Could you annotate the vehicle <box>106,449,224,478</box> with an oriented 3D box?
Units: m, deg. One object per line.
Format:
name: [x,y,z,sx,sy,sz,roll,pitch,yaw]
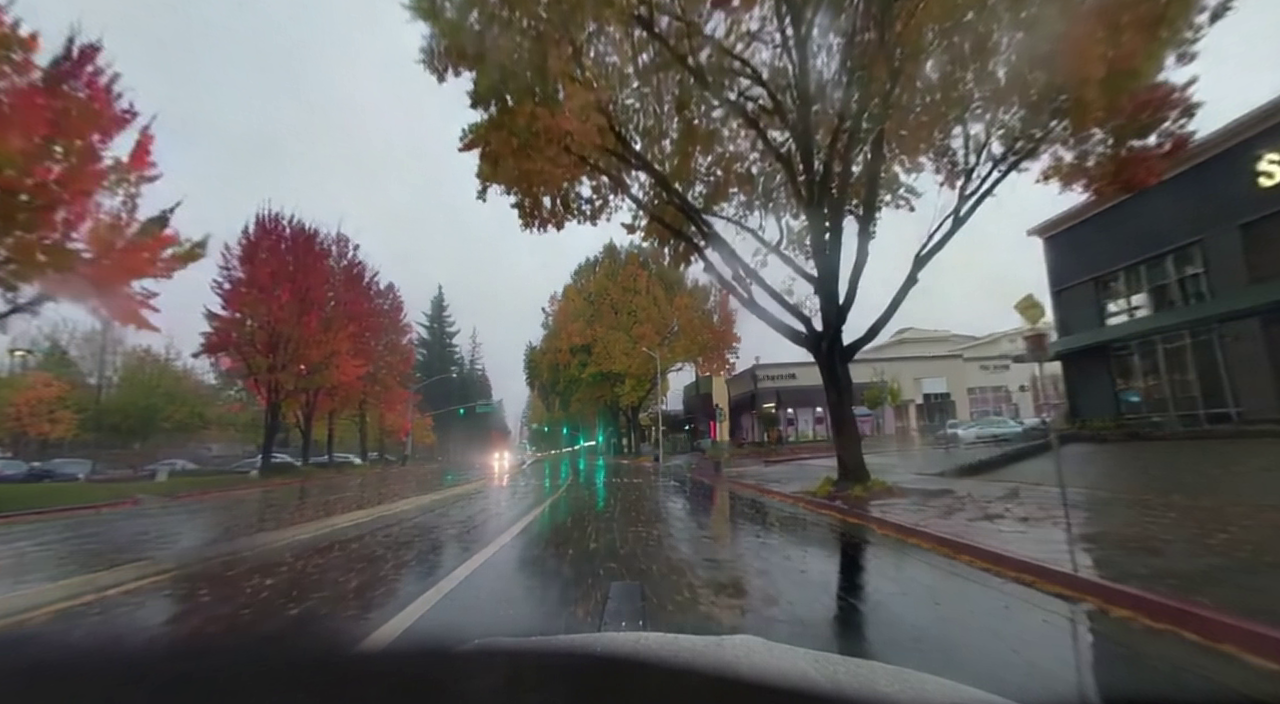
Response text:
vehicle: [-30.979,7.259,41.095,5.746,1.807,2.140,1,-9,-7]

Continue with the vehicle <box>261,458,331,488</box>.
vehicle: [-20.069,7.028,36.815,1.956,1.550,4.375,1,-9,-5]

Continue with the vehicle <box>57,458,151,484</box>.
vehicle: [-30.539,6.777,35.843,3.598,1.407,1.740,1,-9,-5]

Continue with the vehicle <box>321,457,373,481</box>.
vehicle: [-21.121,8.430,45.407,1.887,1.490,4.432,1,-9,-5]

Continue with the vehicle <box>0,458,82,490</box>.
vehicle: [-29.961,5.972,30.752,3.510,1.422,1.674,0,-8,-4]
